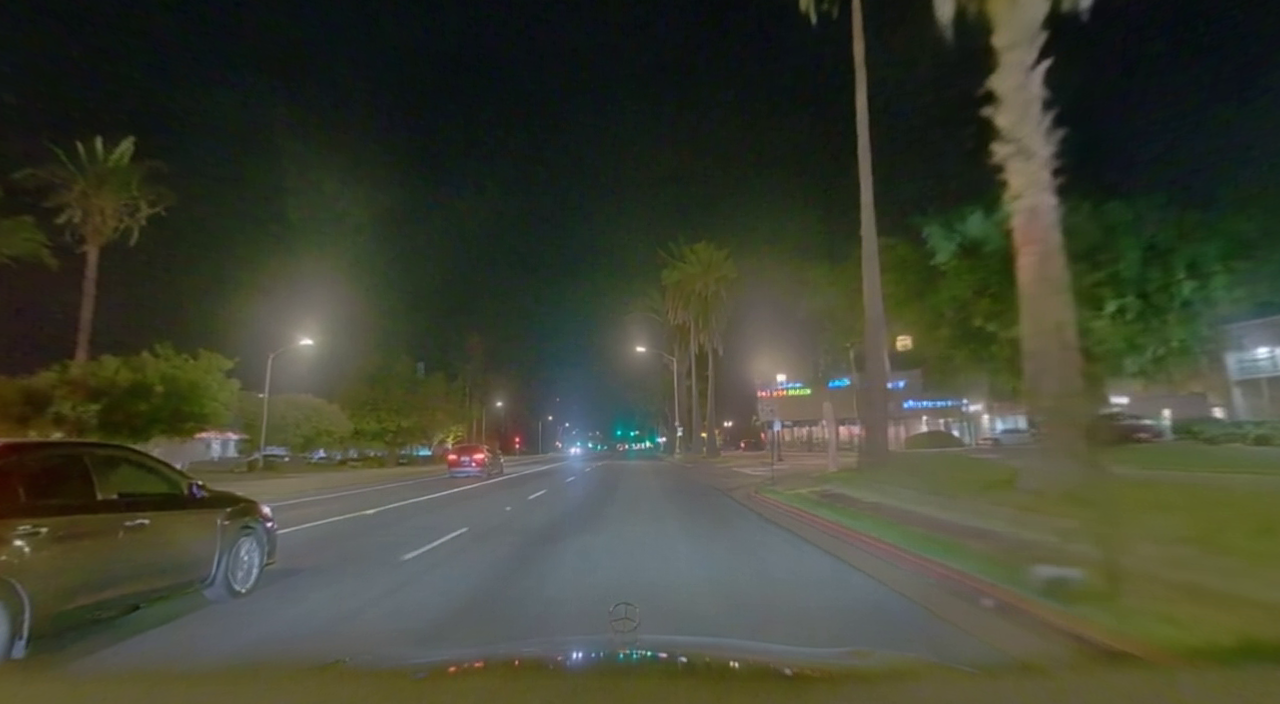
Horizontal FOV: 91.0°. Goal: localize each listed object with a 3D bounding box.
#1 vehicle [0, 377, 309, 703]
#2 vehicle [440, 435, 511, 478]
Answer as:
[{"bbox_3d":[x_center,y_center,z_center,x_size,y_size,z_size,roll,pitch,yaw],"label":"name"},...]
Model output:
[{"bbox_3d":[-4.163,1.066,3.807,2.041,1.666,4.182,0,-9,-1],"label":"vehicle"},{"bbox_3d":[-7.549,4.848,29.390,2.136,1.844,4.363,0,-9,0],"label":"vehicle"}]
